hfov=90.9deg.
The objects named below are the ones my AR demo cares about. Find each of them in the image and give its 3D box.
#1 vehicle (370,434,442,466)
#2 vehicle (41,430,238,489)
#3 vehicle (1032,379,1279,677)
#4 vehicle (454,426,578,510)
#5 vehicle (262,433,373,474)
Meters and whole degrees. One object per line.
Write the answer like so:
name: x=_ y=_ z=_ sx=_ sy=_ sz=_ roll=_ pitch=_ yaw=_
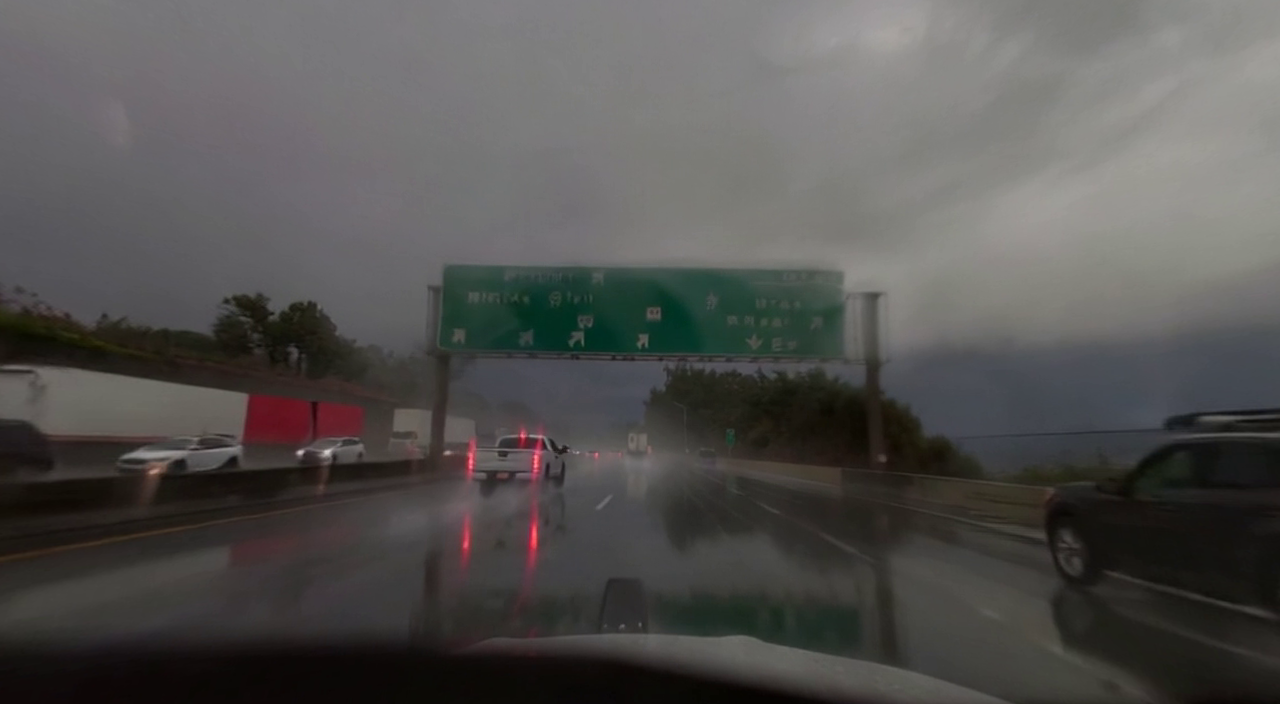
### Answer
vehicle: x=-12.621 y=5.390 z=34.350 sx=1.971 sy=1.478 sz=4.726 roll=3 pitch=-11 yaw=2
vehicle: x=-13.584 y=2.954 z=17.534 sx=1.951 sy=1.428 sz=4.206 roll=0 pitch=-9 yaw=1
vehicle: x=4.797 y=1.048 z=3.789 sx=2.080 sy=1.725 sz=4.252 roll=0 pitch=-9 yaw=0
vehicle: x=-3.130 y=3.102 z=17.295 sx=2.220 sy=1.928 sz=5.176 roll=0 pitch=-9 yaw=1
vehicle: x=-12.797 y=4.136 z=25.392 sx=1.978 sy=1.433 sz=4.435 roll=2 pitch=-10 yaw=2
